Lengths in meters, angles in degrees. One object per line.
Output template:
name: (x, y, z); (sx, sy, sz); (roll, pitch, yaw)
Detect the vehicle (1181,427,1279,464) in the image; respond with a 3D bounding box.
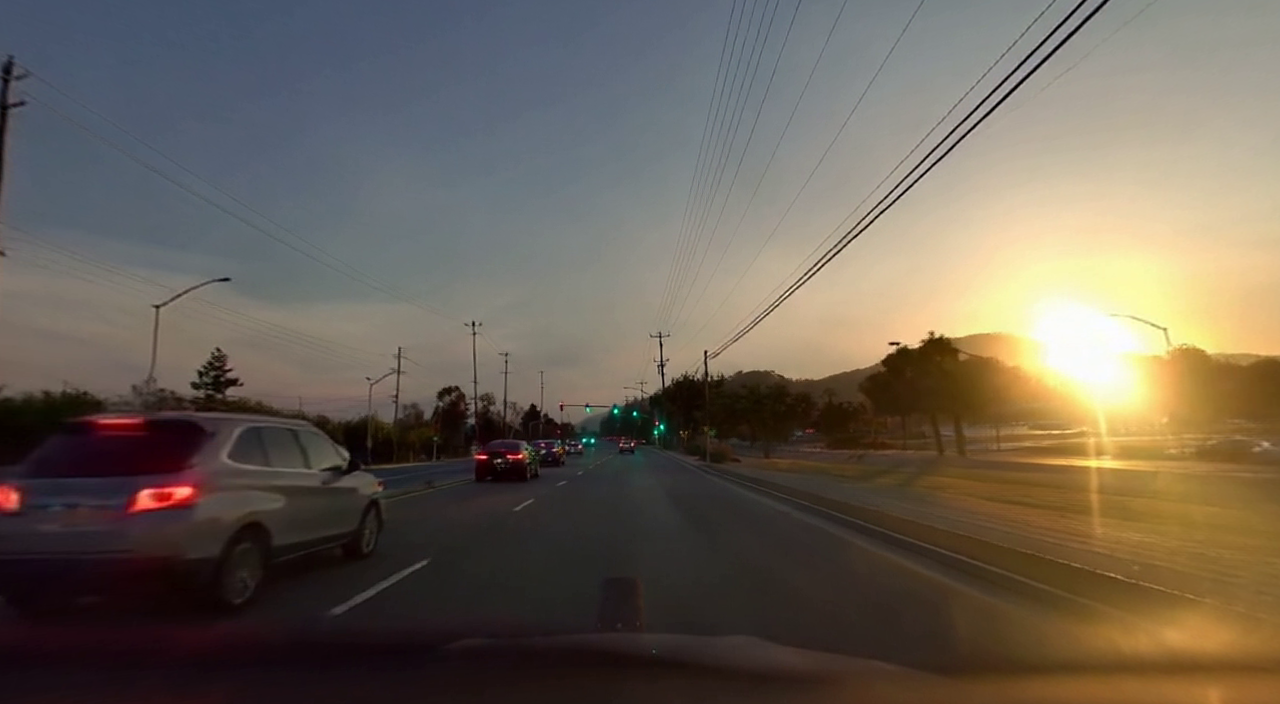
vehicle: (33.404, 5.021, 33.687); (2.436, 1.877, 7.681); (1, -9, 1)

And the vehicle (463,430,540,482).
vehicle: (-4.848, 3.707, 22.776); (2.041, 1.698, 4.094); (0, -8, -3)

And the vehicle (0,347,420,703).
vehicle: (-3.804, 1.195, 5.496); (2.189, 1.807, 4.467); (0, -8, -1)
